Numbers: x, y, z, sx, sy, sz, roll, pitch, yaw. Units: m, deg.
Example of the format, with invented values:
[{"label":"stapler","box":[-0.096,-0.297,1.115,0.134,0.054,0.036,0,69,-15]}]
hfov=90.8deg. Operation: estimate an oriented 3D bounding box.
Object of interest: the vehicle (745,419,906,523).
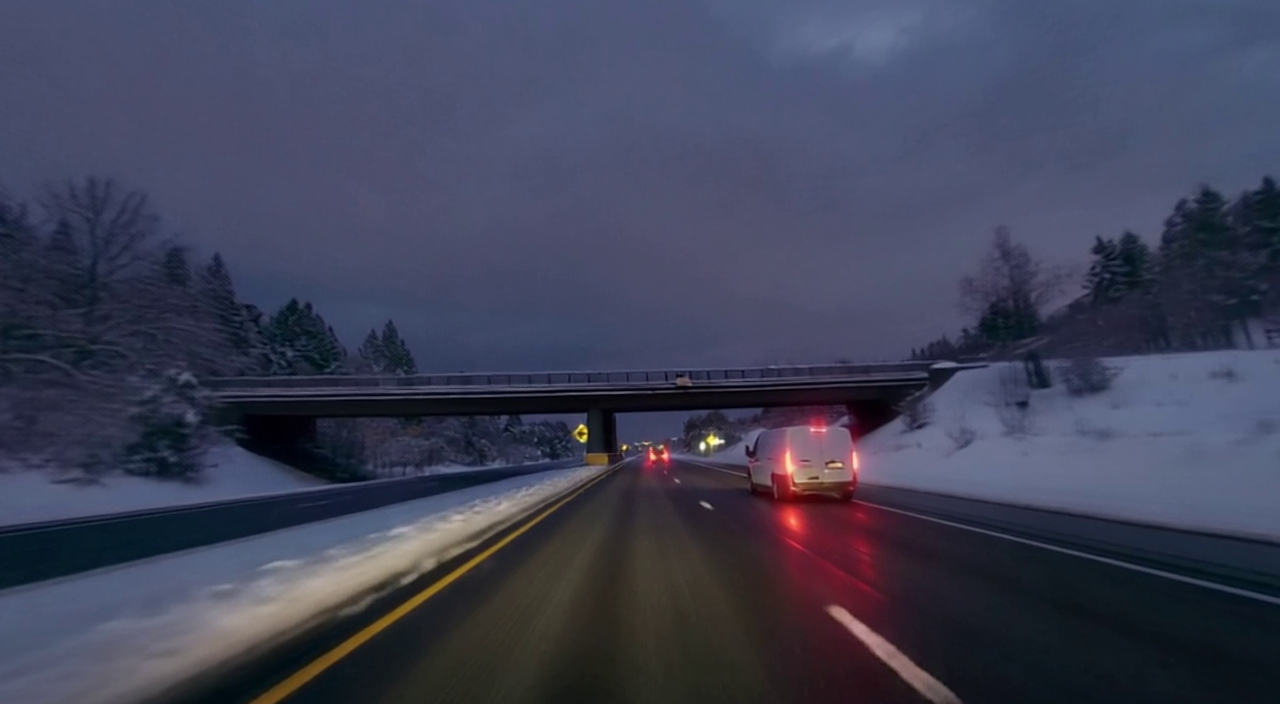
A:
[{"label":"vehicle","box":[4.053,2.734,14.989,2.152,1.998,5.380,0,-9,0]}]
